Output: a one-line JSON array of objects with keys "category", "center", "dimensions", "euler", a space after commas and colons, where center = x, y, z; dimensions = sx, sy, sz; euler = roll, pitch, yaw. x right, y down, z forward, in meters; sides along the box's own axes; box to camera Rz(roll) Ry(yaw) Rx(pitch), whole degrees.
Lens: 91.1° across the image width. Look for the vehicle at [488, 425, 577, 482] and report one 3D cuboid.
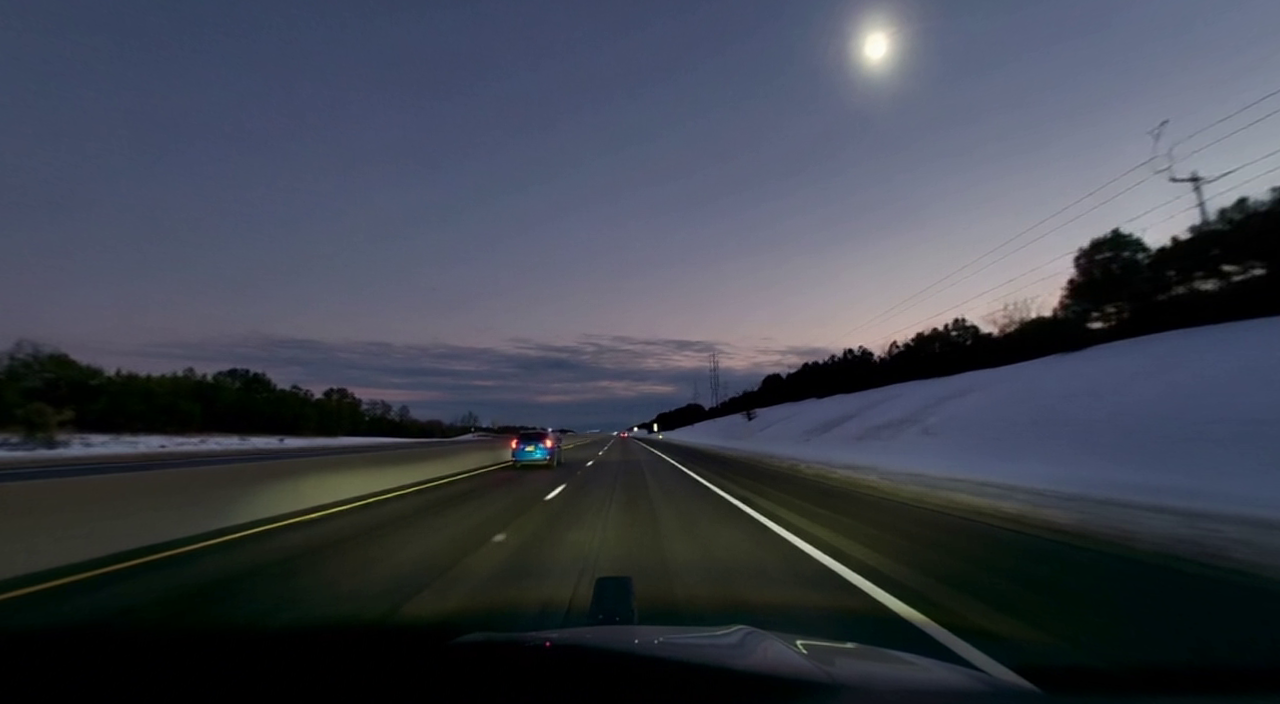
[{"category": "vehicle", "center": [-3.107, 3.024, 19.038], "dimensions": [1.999, 1.536, 3.969], "euler": [0, -8, 0]}]
